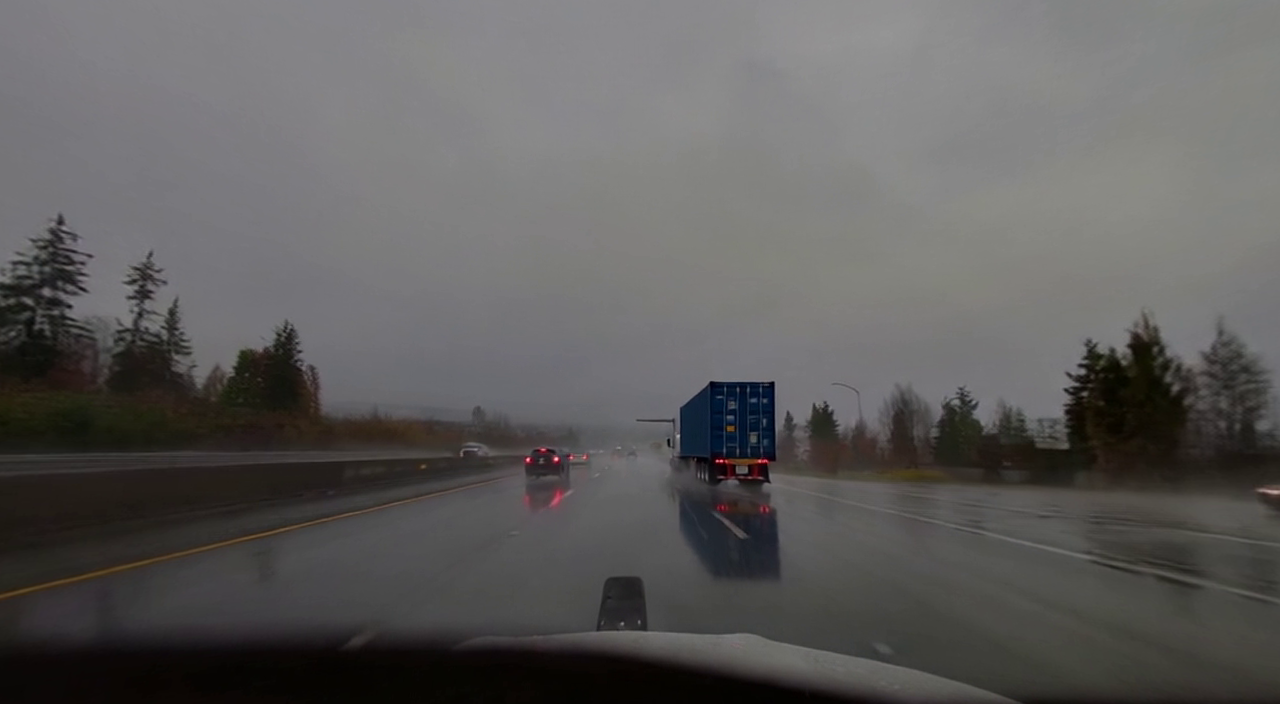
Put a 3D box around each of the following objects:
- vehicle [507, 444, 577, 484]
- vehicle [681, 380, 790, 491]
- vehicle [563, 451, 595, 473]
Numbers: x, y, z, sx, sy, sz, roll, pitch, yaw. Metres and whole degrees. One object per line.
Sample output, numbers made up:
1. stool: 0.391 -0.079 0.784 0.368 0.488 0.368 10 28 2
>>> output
1. vehicle: -4.364 5.096 29.019 2.370 1.647 5.091 0 -9 0
2. vehicle: 3.922 4.063 29.702 2.821 4.046 12.876 0 -9 -1
3. vehicle: -4.520 8.175 47.071 2.063 1.532 3.763 0 -9 -1
